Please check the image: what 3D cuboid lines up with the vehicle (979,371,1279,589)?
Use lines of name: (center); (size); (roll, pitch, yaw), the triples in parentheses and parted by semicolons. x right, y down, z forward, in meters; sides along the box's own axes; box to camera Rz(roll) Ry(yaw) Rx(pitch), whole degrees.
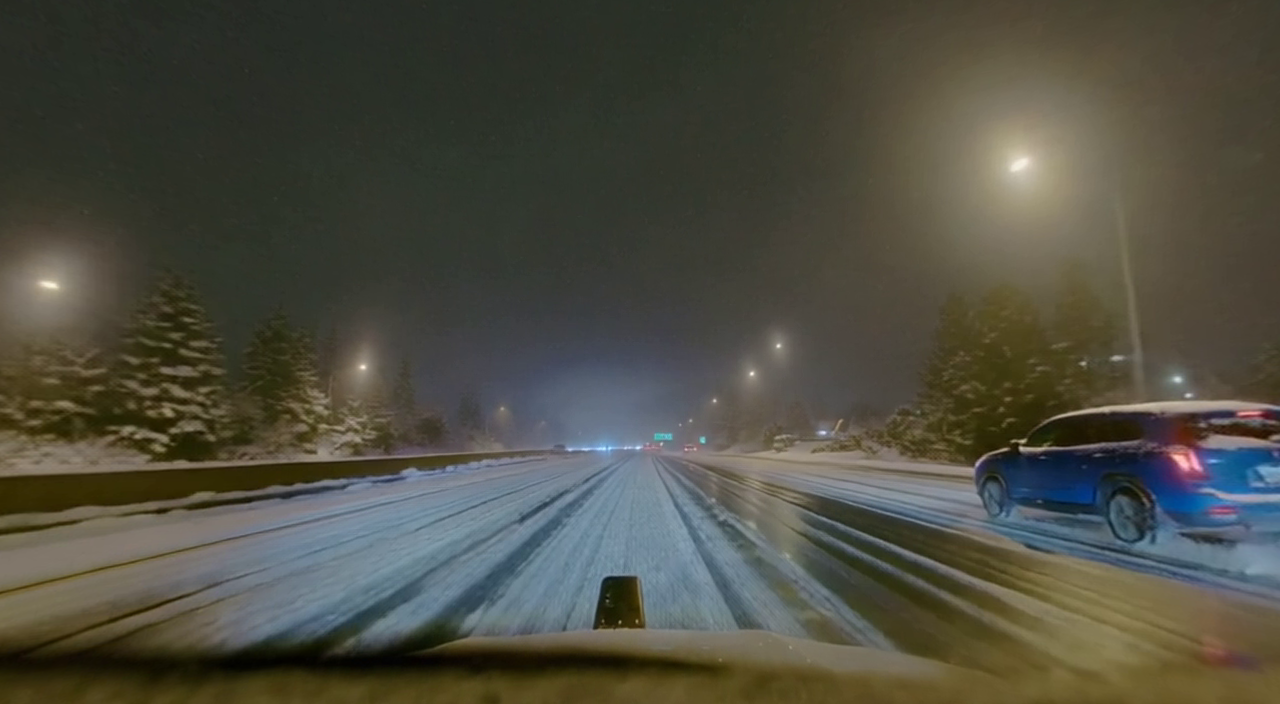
vehicle: (6.648, 1.449, 7.870); (2.222, 1.899, 4.595); (0, -8, 0)
